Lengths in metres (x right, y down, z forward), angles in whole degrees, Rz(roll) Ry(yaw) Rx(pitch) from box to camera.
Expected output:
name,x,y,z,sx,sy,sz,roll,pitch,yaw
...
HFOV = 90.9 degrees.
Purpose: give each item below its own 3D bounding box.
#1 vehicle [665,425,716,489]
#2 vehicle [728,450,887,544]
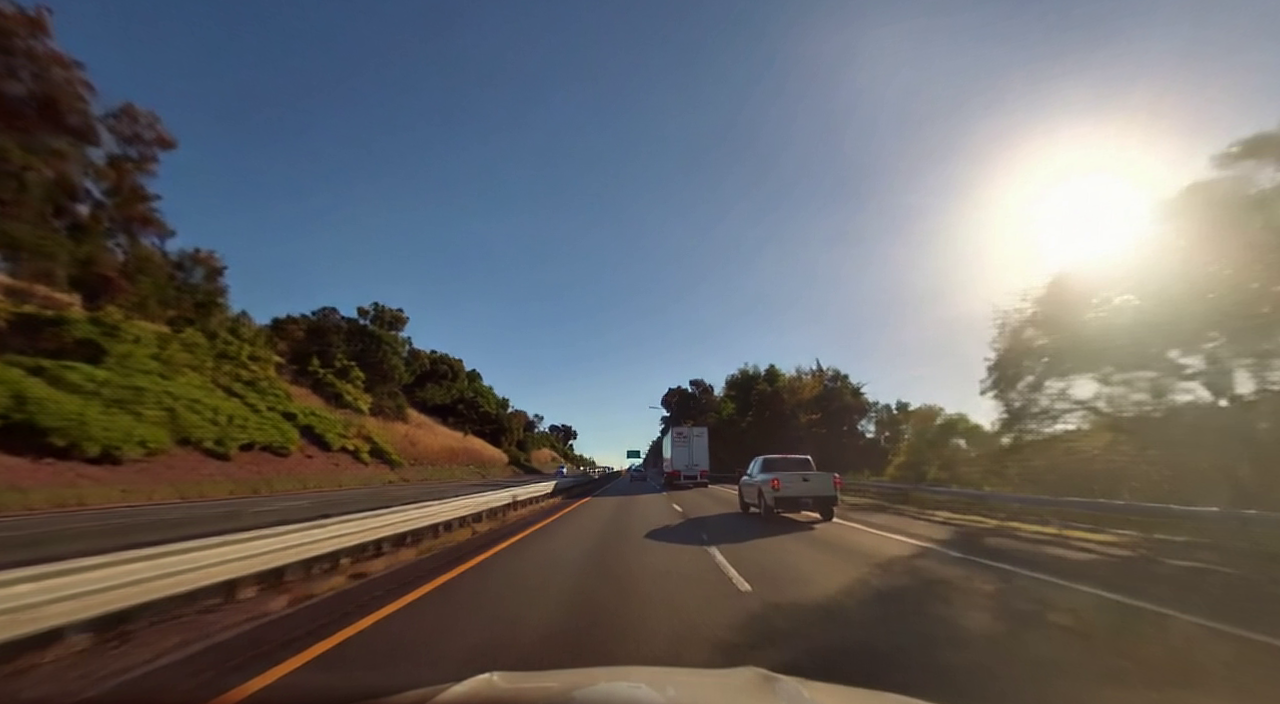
name,x,y,z,sx,sy,sz,roll,pitch,yaw
vehicle,3.581,8.127,48.547,2.863,4.088,14.040,1,-10,0
vehicle,3.372,3.061,13.791,2.124,1.662,4.641,1,-10,-1
